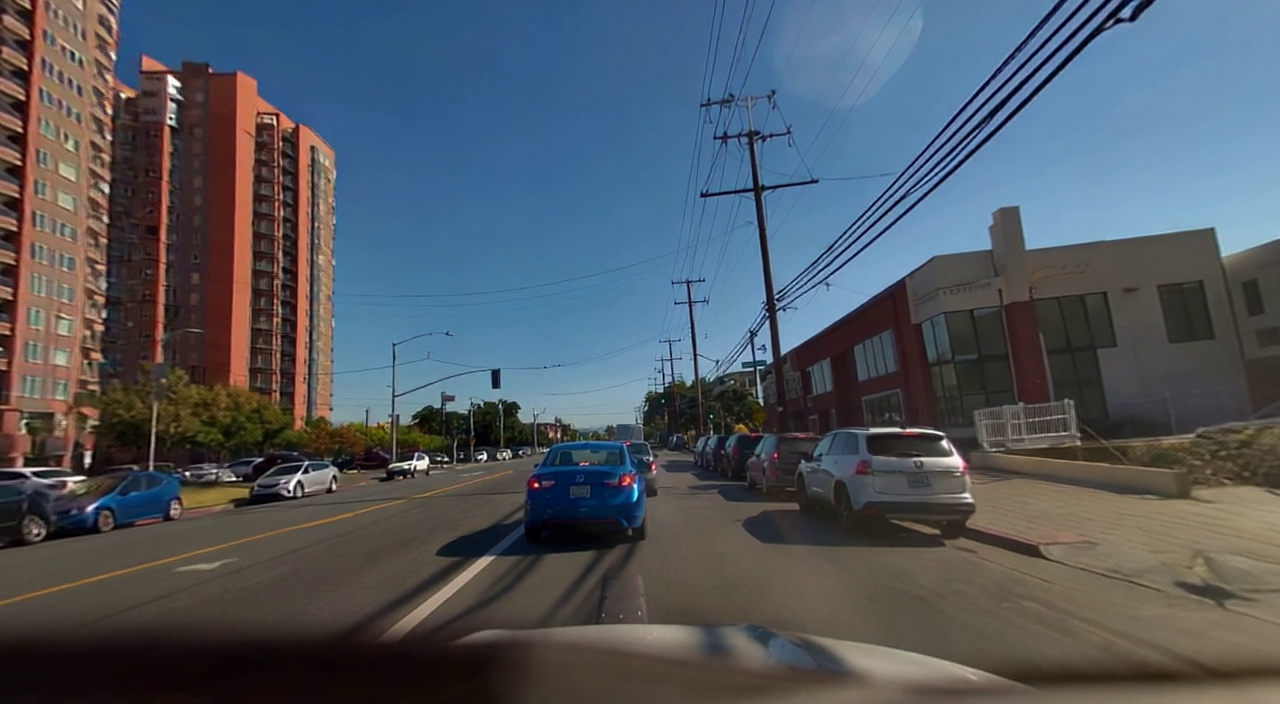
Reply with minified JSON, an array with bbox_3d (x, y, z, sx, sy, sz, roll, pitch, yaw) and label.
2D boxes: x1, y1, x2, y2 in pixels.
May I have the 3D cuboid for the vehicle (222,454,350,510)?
[{"bbox_3d":[-11.907,4.361,21.640,1.868,1.491,4.367,-4,-9,1],"label":"vehicle"}]

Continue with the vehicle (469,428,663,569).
[{"bbox_3d":[-0.783,1.871,8.948,2.019,1.453,4.603,0,-8,0],"label":"vehicle"}]

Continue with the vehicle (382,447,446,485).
[{"bbox_3d":[-11.897,5.984,33.556,2.011,1.687,4.079,-5,-8,-3],"label":"vehicle"}]

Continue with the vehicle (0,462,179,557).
[{"bbox_3d":[-11.883,3.072,12.627,1.850,1.487,4.711,-3,-8,-1],"label":"vehicle"}]

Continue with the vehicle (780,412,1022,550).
[{"bbox_3d":[3.788,1.952,10.227,1.967,1.721,4.410,0,-8,-1],"label":"vehicle"}]
